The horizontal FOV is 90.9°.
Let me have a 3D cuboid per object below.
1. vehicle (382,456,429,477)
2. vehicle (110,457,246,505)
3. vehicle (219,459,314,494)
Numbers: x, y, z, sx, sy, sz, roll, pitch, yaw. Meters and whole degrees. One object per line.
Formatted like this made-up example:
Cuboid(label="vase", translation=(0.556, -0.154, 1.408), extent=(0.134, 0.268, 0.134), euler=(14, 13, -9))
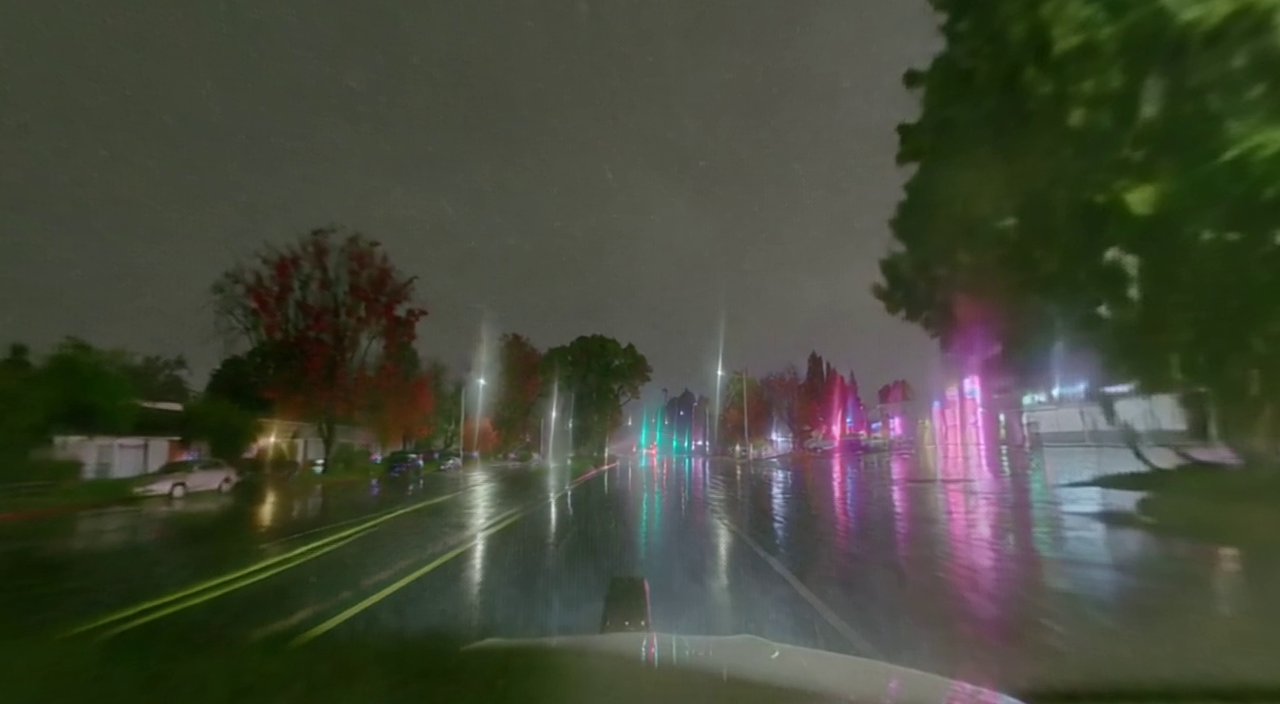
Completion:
Cuboid(label="vehicle", translation=(-18.428, 8.988, 49.723), extent=(1.806, 1.454, 4.599), euler=(0, -8, 1))
Cuboid(label="vehicle", translation=(-18.969, 5.276, 26.210), extent=(1.959, 1.682, 4.628), euler=(0, -8, 2))
Cuboid(label="vehicle", translation=(-18.697, 6.241, 31.842), extent=(1.861, 1.499, 4.535), euler=(0, -8, 3))
